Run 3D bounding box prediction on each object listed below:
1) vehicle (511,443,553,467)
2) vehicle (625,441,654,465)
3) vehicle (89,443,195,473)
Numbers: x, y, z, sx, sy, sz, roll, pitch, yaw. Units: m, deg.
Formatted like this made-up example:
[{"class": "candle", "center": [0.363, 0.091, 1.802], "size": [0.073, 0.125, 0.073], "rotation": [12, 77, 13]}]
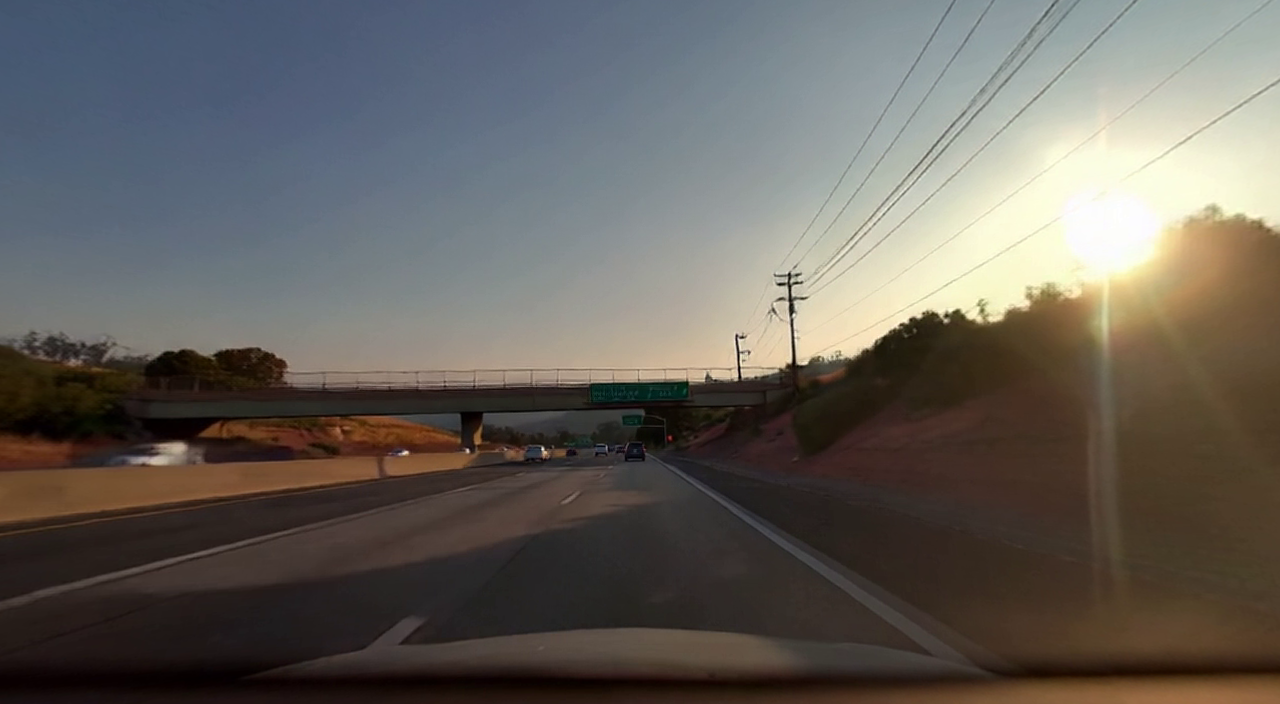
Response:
[{"class": "vehicle", "center": [-7.343, 7.025, 43.363], "size": [2.077, 1.511, 4.323], "rotation": [0, -8, 1]}, {"class": "vehicle", "center": [-0.042, 7.434, 46.685], "size": [2.063, 1.715, 4.299], "rotation": [0, -8, 0]}, {"class": "vehicle", "center": [-35.683, 7.578, 45.573], "size": [2.391, 1.995, 6.473], "rotation": [0, -8, 0]}]
